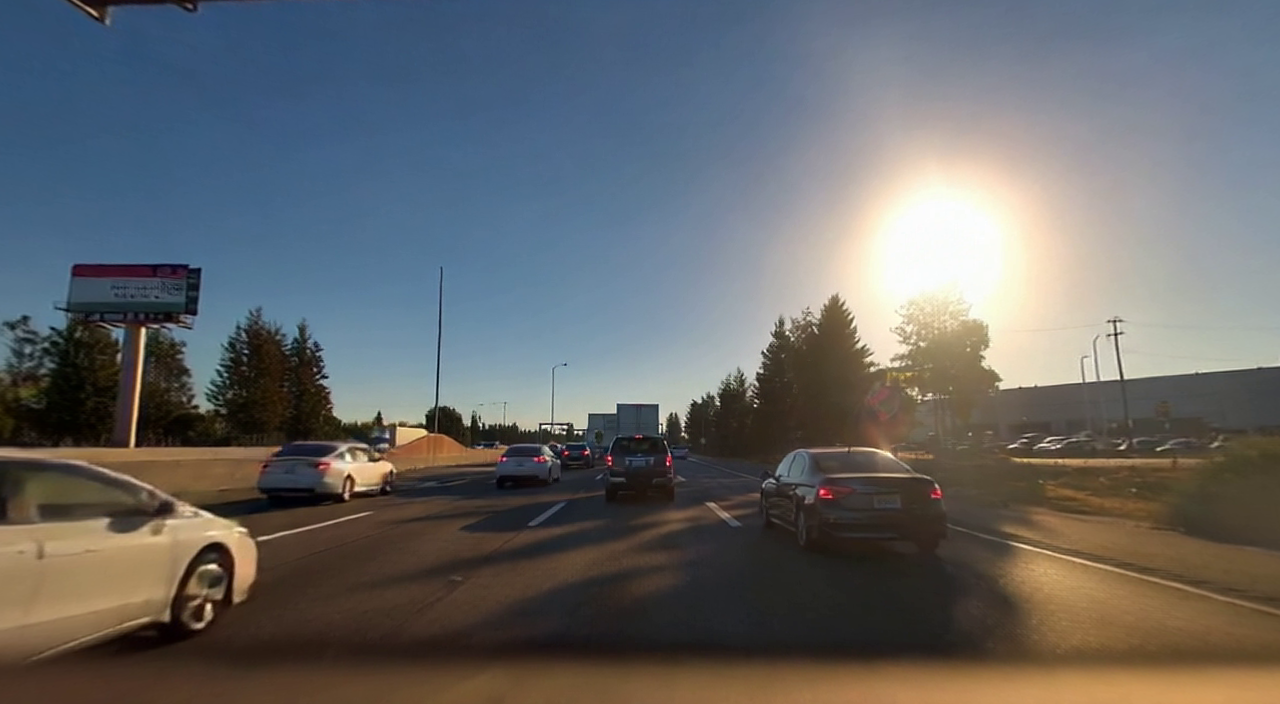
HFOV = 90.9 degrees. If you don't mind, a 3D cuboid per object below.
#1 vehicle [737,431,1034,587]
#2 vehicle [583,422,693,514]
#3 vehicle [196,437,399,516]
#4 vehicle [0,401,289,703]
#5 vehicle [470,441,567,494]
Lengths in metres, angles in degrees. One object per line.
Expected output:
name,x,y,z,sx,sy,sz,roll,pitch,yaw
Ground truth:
vehicle,2.712,1.853,8.368,2.018,1.470,4.491,0,-9,-2
vehicle,-0.035,2.562,14.350,2.152,1.779,3.924,0,-9,0
vehicle,-7.388,2.709,14.293,1.933,1.476,4.652,0,-9,1
vehicle,-3.763,0.992,2.879,1.883,1.500,4.161,0,-9,0
vehicle,-3.646,3.571,19.864,2.132,1.464,4.481,0,-9,1
